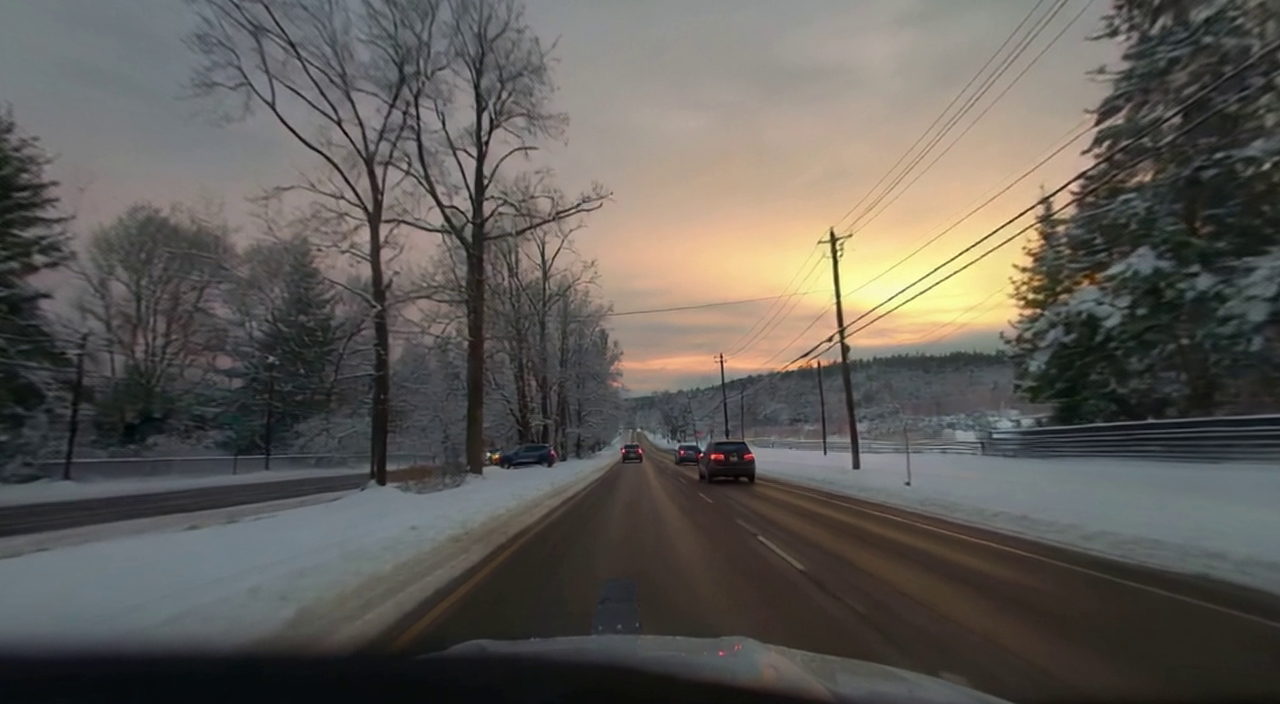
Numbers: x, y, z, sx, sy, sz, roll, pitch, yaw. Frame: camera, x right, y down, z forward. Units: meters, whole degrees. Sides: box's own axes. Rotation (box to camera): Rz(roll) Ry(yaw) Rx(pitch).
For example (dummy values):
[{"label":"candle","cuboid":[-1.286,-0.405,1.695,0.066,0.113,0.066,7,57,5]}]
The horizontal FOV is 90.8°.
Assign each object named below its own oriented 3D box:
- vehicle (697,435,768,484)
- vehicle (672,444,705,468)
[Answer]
[{"label":"vehicle","cuboid":[3.703,4.431,26.267,2.112,1.825,4.574,0,-8,-2]},{"label":"vehicle","cuboid":[3.451,7.482,45.528,2.012,1.653,4.115,0,-8,-1]}]
